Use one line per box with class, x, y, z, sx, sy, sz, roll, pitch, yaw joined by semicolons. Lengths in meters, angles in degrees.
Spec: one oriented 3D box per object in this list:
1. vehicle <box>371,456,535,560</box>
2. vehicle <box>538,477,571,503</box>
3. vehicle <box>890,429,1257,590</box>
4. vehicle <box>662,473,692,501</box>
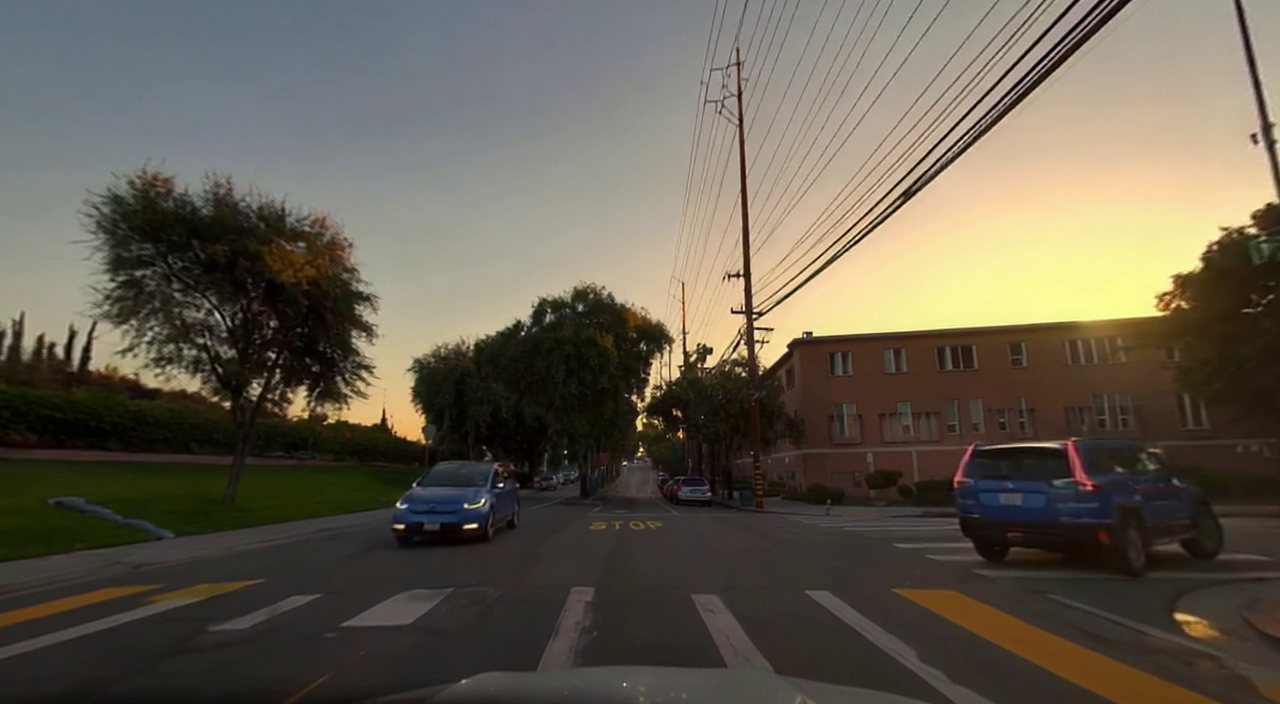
vehicle;-3.334;2.828;12.182;1.911;1.563;4.057;0;-8;0
vehicle;-6.632;10.710;49.370;1.913;1.682;4.365;0;-8;0
vehicle;6.349;2.072;9.252;4.872;1.789;2.214;4;-9;-27
vehicle;2.817;10.374;48.771;1.953;1.774;5.008;0;-8;-1
